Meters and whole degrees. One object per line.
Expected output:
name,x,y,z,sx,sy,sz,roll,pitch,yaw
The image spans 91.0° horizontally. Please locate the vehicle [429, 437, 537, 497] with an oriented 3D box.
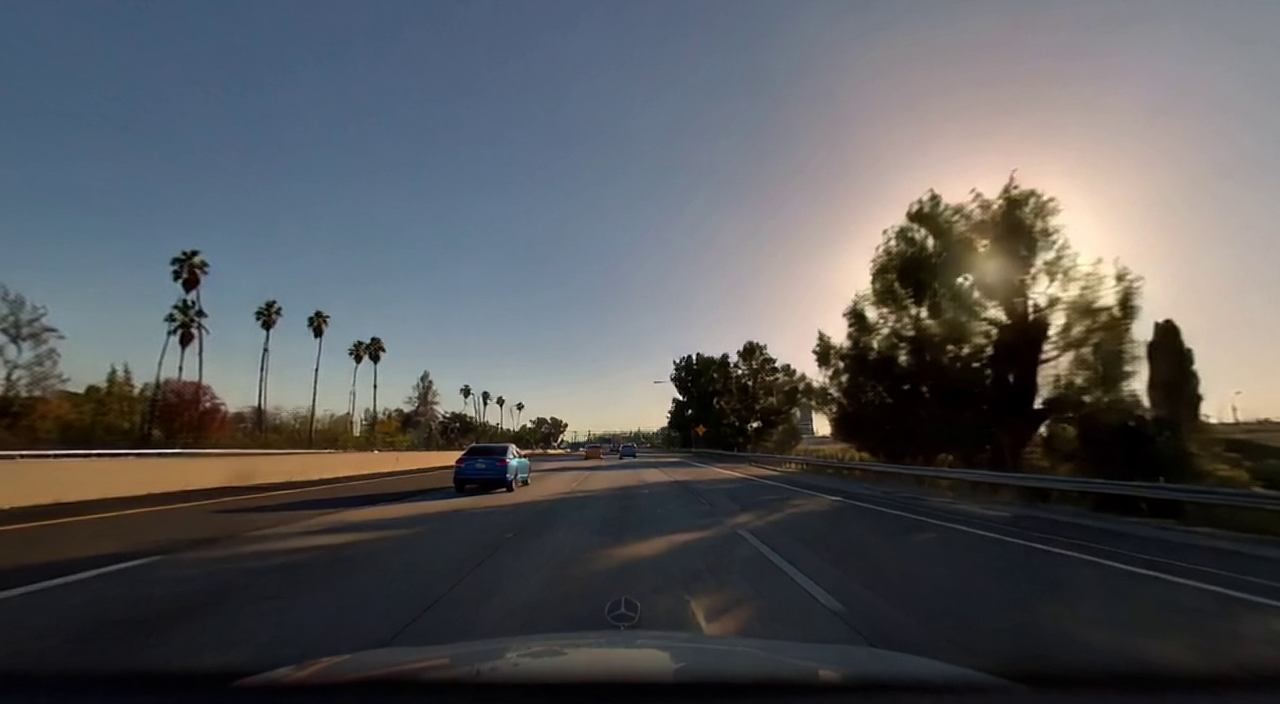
vehicle,-4.421,3.305,18.444,2.120,1.537,4.139,0,-8,-1
